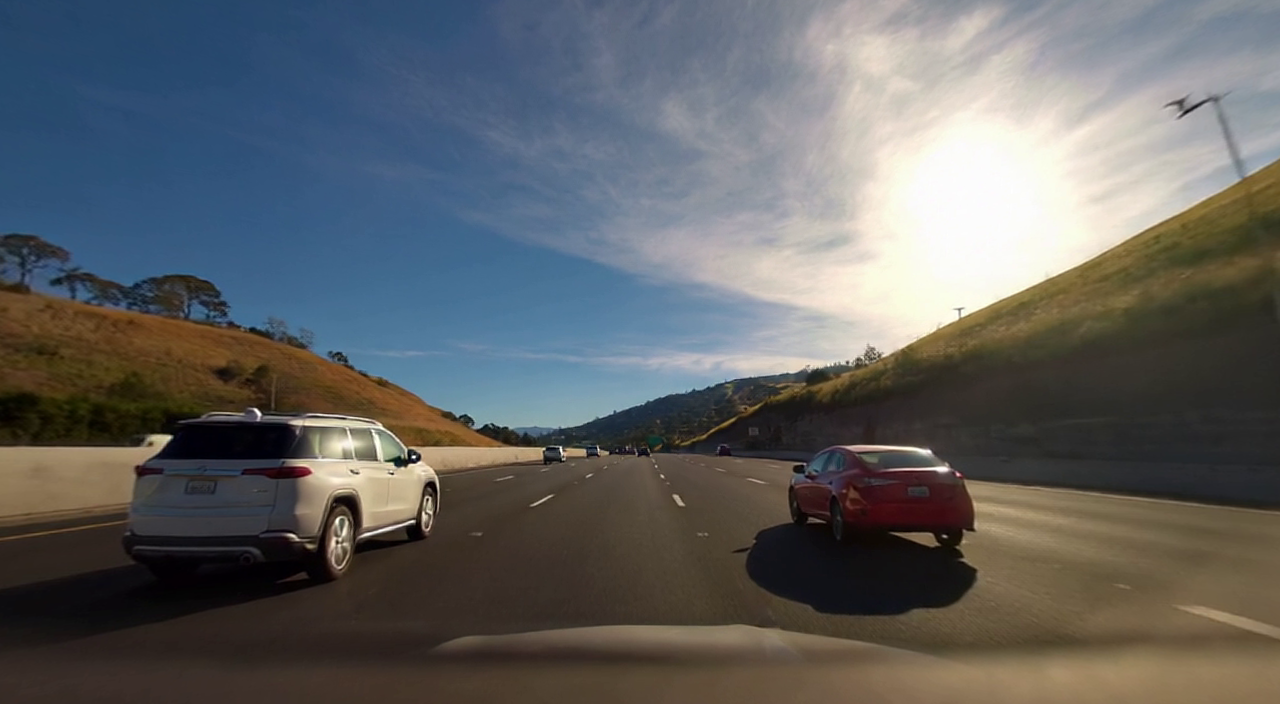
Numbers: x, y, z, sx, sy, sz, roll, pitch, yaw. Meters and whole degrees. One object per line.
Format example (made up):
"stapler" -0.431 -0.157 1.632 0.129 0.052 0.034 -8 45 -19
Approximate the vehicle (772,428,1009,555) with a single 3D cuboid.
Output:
"vehicle" 3.475 2.006 9.813 1.847 1.493 4.303 0 -9 -1

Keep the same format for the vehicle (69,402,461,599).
"vehicle" -3.972 1.662 7.971 2.047 1.715 4.689 0 -9 0
